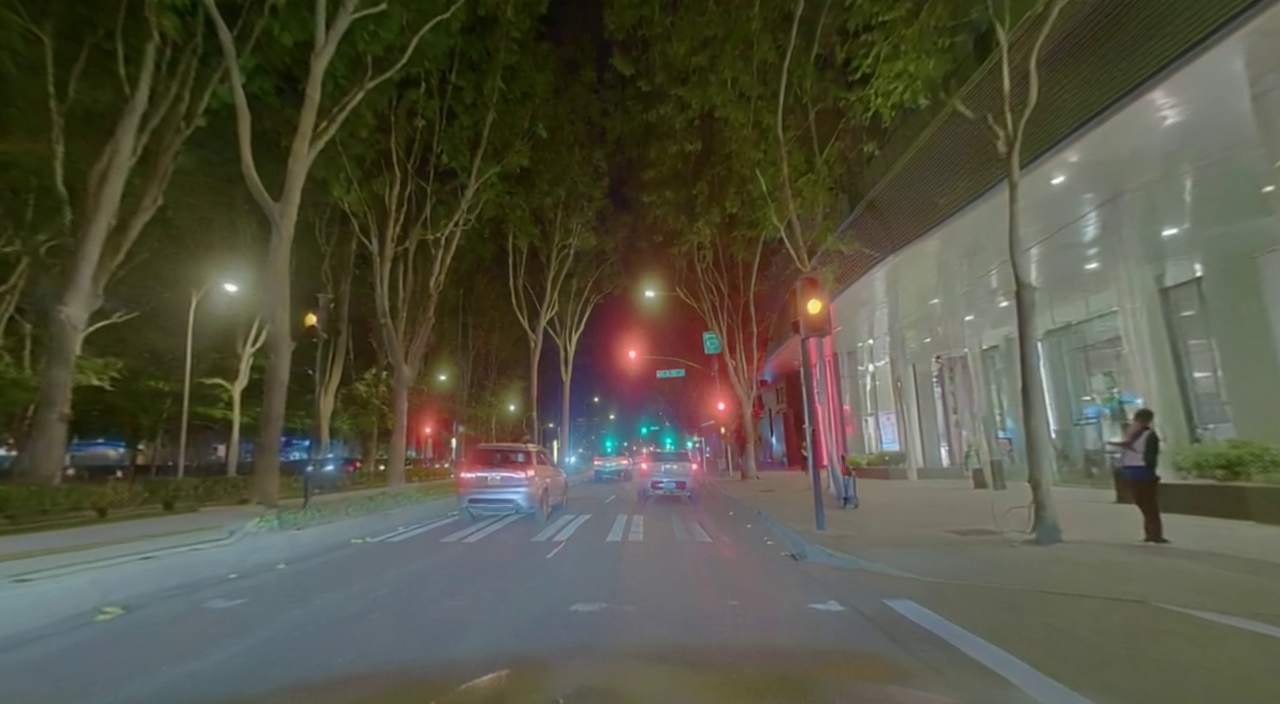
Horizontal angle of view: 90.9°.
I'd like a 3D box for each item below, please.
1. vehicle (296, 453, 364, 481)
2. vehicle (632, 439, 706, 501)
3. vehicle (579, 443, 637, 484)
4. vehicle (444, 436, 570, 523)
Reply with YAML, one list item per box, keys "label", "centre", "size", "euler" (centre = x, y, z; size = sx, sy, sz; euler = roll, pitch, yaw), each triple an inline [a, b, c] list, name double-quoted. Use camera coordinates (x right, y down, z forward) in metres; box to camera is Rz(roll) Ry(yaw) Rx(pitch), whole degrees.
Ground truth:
- label: "vehicle"
  centre: [-24.377, 9.028, 49.870]
  size: [2.144, 1.993, 6.287]
  euler: [0, -9, 1]
- label: "vehicle"
  centre: [0.896, 3.688, 20.097]
  size: [2.120, 1.758, 3.917]
  euler: [-1, -9, 2]
- label: "vehicle"
  centre: [-1.489, 5.471, 31.316]
  size: [2.220, 1.847, 4.587]
  euler: [-1, -9, 5]
- label: "vehicle"
  centre: [-2.893, 2.854, 14.626]
  size: [1.940, 1.722, 3.823]
  euler: [-1, -9, 2]
